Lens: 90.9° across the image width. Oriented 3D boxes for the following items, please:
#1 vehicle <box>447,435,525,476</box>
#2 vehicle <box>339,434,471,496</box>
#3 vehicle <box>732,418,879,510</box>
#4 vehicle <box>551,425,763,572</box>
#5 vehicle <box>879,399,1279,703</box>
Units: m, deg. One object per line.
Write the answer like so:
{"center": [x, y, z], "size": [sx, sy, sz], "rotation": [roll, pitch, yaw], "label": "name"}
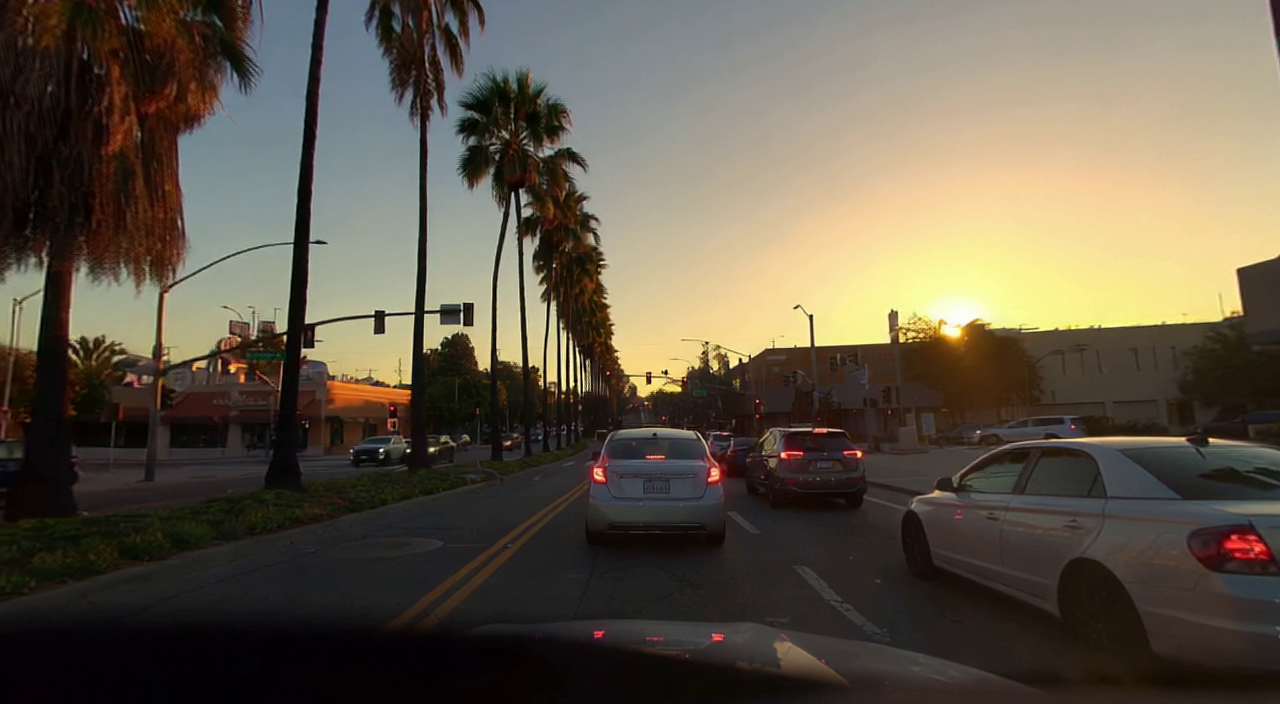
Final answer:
{"center": [-6.034, 4.098, 25.225], "size": [1.822, 1.456, 4.396], "rotation": [-1, -8, 2], "label": "vehicle"}
{"center": [-6.250, 3.046, 17.363], "size": [1.900, 1.487, 4.165], "rotation": [0, -8, 2], "label": "vehicle"}
{"center": [3.505, 2.467, 14.305], "size": [2.169, 1.751, 4.276], "rotation": [0, -8, 0], "label": "vehicle"}
{"center": [0.183, 1.788, 8.463], "size": [2.140, 1.474, 4.026], "rotation": [0, -8, 0], "label": "vehicle"}
{"center": [3.544, 1.226, 4.473], "size": [1.910, 1.490, 4.661], "rotation": [0, -8, 1], "label": "vehicle"}
